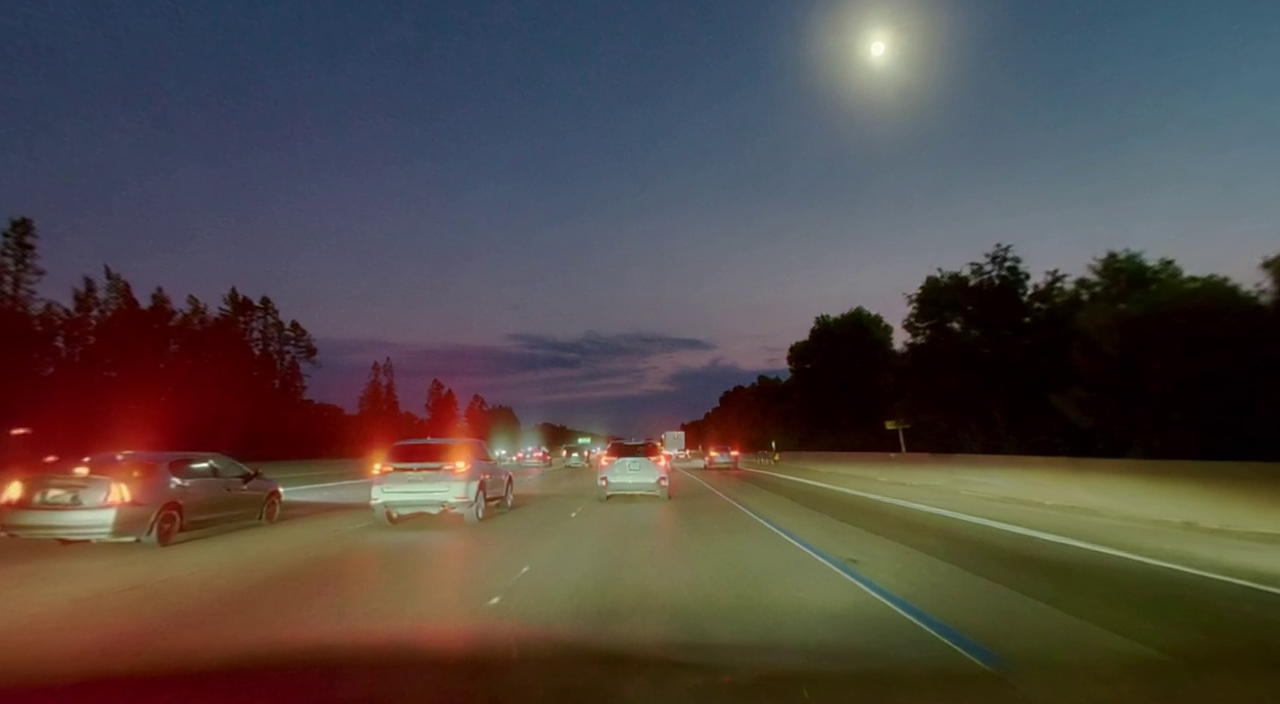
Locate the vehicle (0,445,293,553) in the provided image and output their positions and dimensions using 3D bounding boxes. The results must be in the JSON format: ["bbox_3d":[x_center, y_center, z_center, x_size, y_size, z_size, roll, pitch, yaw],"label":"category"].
[{"bbox_3d":[-7.870,2.229,10.317,1.948,1.391,4.111,0,-9,1],"label":"vehicle"}]

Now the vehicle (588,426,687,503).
[{"bbox_3d":[-0.045,2.856,16.378,2.223,1.722,4.177,0,-9,0],"label":"vehicle"}]

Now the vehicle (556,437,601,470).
[{"bbox_3d":[-3.558,5.981,37.154,2.142,1.808,4.266,0,-9,1],"label":"vehicle"}]

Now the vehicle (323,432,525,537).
[{"bbox_3d":[-3.530,2.249,11.333,2.011,1.498,4.341,0,-9,1],"label":"vehicle"}]

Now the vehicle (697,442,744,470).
[{"bbox_3d":[4.540,5.952,36.180,2.006,1.474,4.669,0,-9,-1],"label":"vehicle"}]
